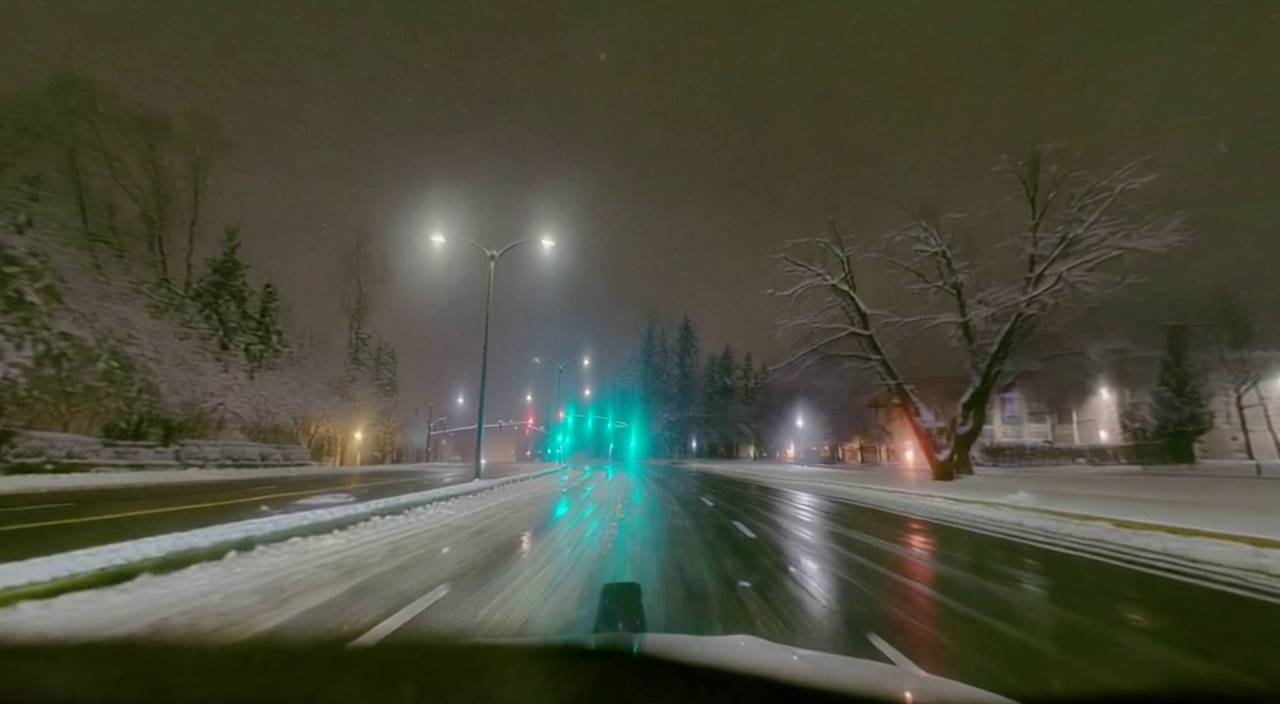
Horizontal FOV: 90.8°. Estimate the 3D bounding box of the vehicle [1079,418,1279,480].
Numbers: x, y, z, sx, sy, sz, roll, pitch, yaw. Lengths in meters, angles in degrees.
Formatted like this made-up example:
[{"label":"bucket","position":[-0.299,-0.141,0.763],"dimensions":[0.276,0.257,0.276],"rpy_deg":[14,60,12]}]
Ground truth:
[{"label":"vehicle","position":[37.770,6.731,43.376],"dimensions":[3.455,3.683,12.209],"rpy_deg":[6,-10,-24]}]
